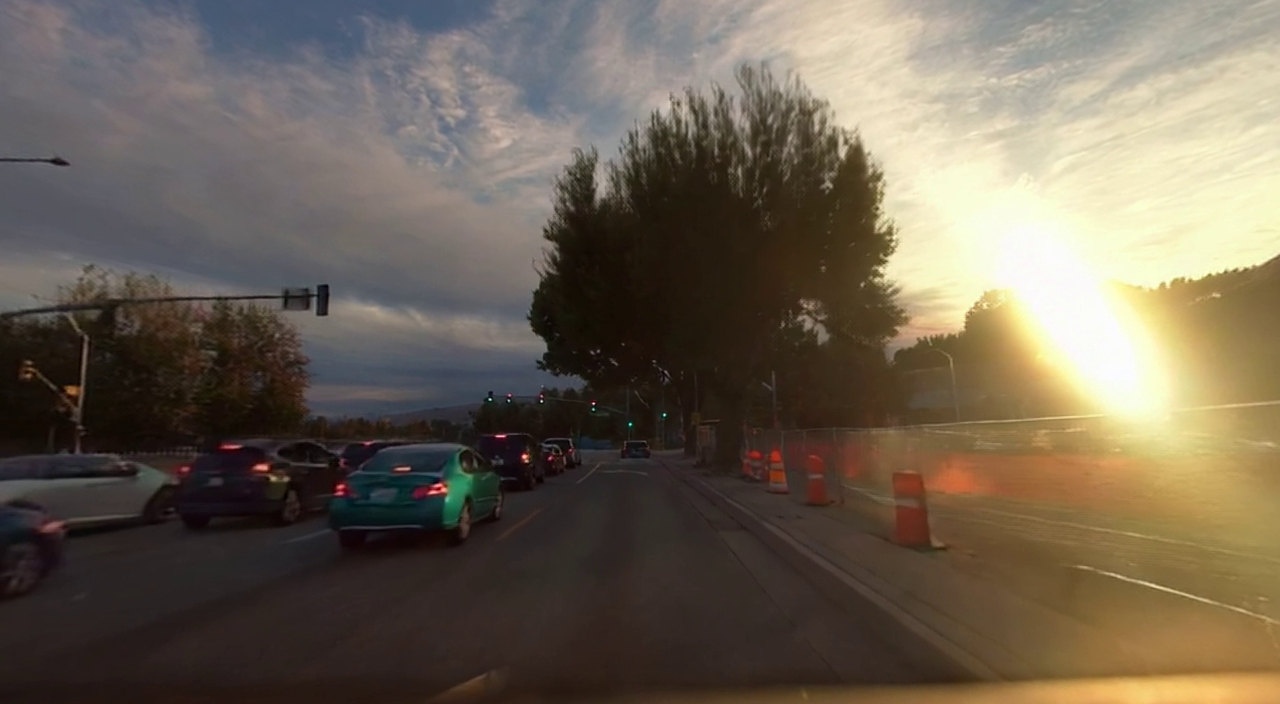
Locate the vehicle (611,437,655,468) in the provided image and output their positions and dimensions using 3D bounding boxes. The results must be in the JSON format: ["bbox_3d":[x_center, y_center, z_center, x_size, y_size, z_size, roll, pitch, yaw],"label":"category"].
[{"bbox_3d":[-0.388,5.330,33.485,2.183,1.506,4.286,0,-9,-1],"label":"vehicle"}]

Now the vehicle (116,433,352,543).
[{"bbox_3d":[-7.919,2.640,12.967,1.949,1.697,4.406,-4,-9,0],"label":"vehicle"}]

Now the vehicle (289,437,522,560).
[{"bbox_3d":[-3.283,2.118,9.901,2.042,1.441,4.172,-1,-9,0],"label":"vehicle"}]
